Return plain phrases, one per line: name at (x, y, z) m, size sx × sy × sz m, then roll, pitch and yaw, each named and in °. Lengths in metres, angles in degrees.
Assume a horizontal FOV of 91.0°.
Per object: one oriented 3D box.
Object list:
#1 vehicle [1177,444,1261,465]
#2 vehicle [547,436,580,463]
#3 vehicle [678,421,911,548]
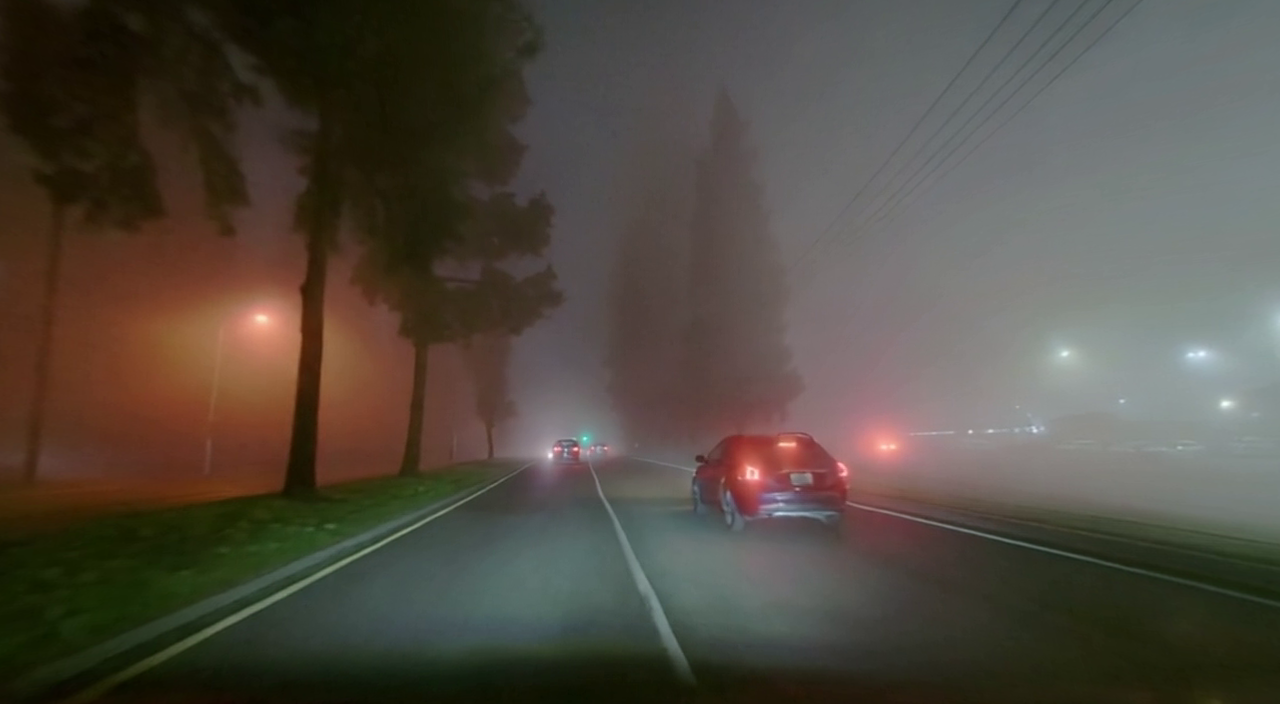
vehicle at (44.394, 7.831, 48.401) m, size 1.787 × 1.503 × 4.608 m, roll 1°, pitch -8°, yaw -4°
vehicle at (-5.384, 6.921, 44.755) m, size 2.189 × 1.776 × 4.342 m, roll 1°, pitch -8°, yaw -6°
vehicle at (2.144, 2.055, 10.554) m, size 2.235 × 1.597 × 4.918 m, roll 1°, pitch -8°, yaw -6°
